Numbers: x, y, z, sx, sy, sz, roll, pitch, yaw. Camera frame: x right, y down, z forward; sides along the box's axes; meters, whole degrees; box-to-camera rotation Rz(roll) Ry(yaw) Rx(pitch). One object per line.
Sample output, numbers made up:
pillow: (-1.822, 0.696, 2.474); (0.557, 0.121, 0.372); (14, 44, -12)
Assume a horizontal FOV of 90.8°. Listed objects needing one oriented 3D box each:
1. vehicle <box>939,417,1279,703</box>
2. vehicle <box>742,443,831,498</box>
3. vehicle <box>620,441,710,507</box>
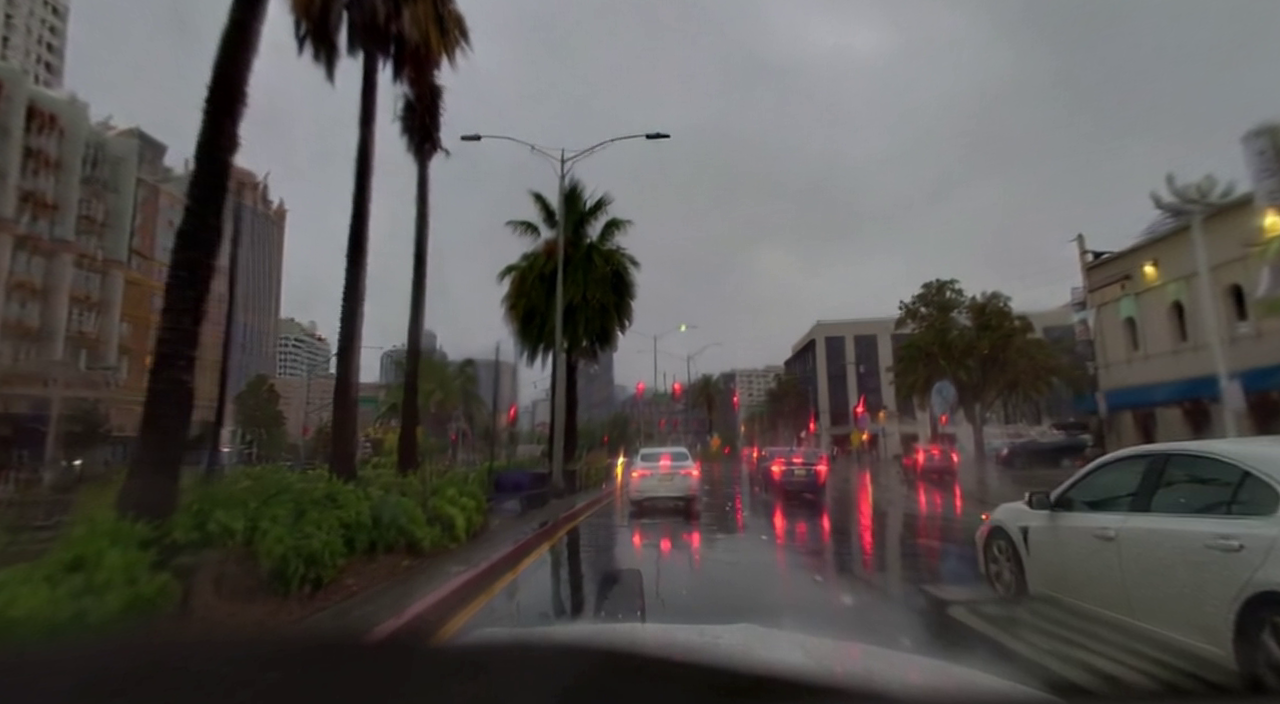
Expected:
vehicle: (3.887, 1.203, 3.983); (1.913, 1.469, 4.425); (-1, -9, 2)
vehicle: (4.341, 3.556, 19.396); (1.920, 1.490, 4.417); (-1, -9, 4)
vehicle: (0.702, 3.129, 16.604); (2.078, 1.503, 3.681); (-1, -9, 4)
